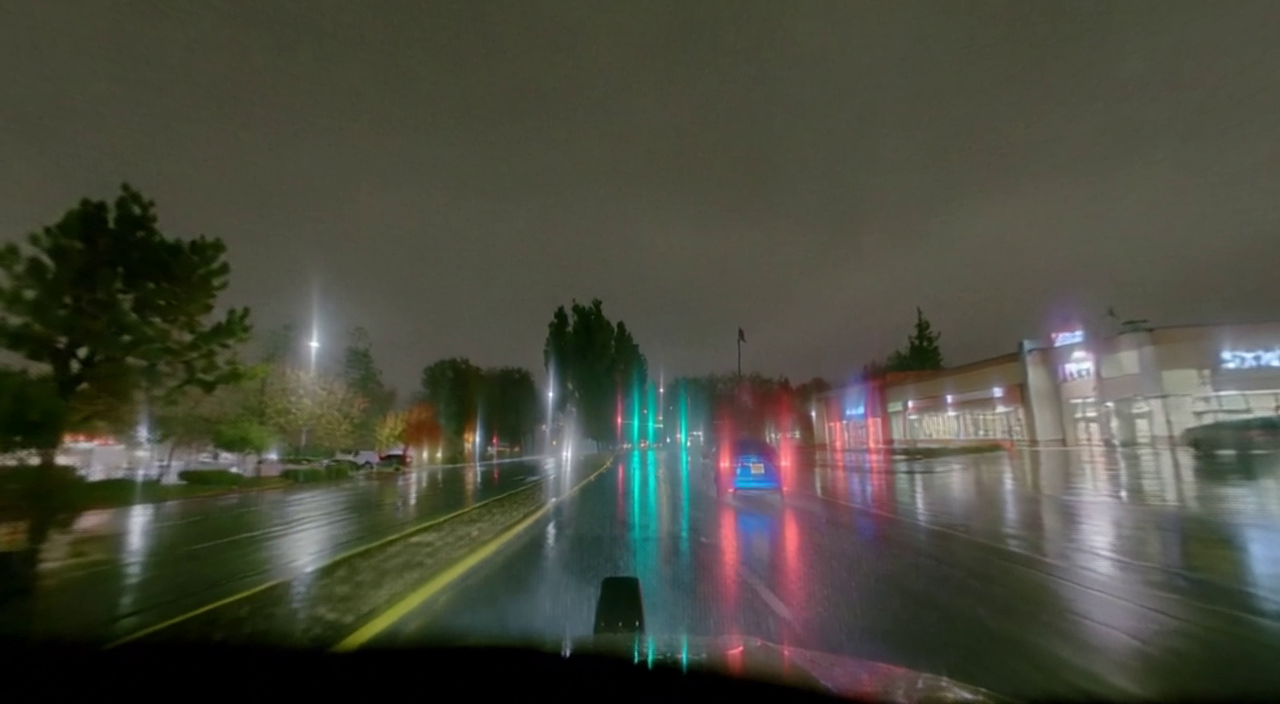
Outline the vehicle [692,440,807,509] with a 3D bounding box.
[{"bbox_3d":[2.566,2.997,15.937,2.015,1.479,4.444,0,-9,-1],"label":"vehicle"}]
